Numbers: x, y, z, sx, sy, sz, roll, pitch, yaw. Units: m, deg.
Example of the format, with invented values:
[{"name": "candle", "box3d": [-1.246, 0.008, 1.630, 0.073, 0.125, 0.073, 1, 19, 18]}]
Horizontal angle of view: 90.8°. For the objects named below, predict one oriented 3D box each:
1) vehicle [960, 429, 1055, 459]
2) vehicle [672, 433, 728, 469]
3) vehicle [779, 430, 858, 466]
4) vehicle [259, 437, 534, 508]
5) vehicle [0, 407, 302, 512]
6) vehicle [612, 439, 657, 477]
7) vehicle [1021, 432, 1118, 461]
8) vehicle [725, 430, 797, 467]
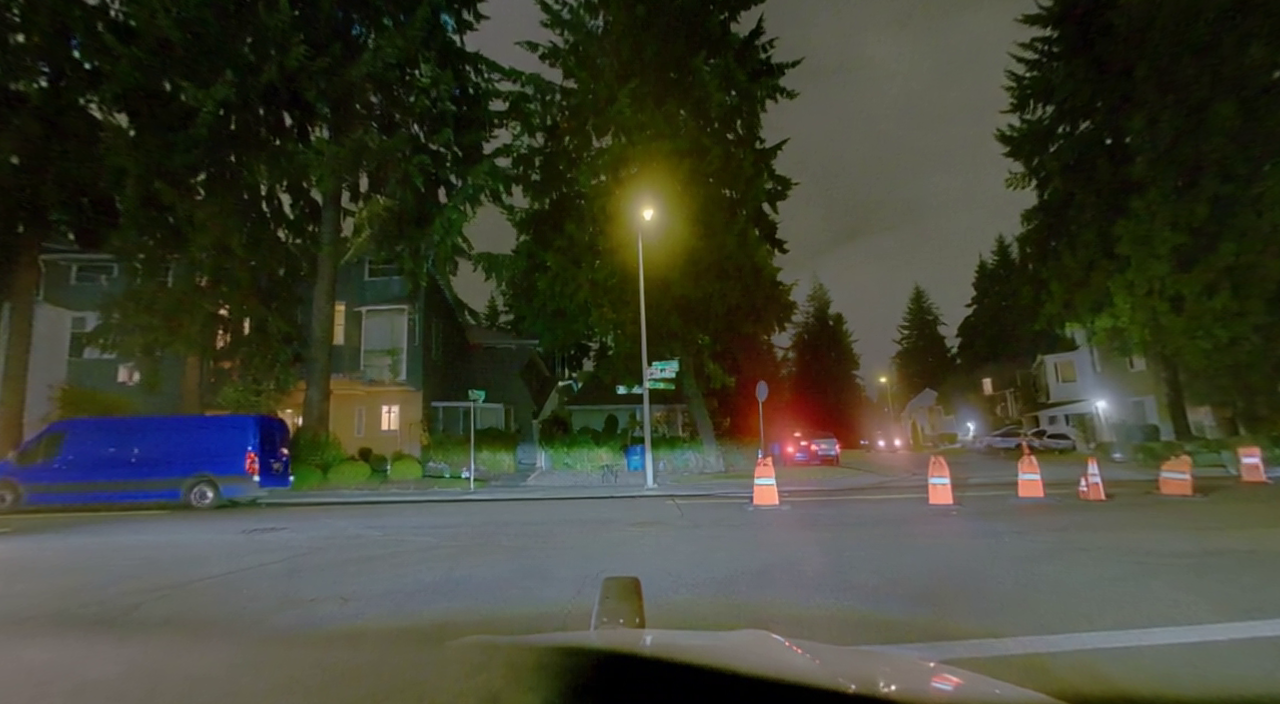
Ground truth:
[{"name": "vehicle", "box3d": [24.124, 6.034, 41.526, 4.984, 1.912, 2.132, 1, -8, -6]}, {"name": "vehicle", "box3d": [2.600, 4.422, 28.375, 1.745, 1.461, 4.074, 1, -8, -6]}, {"name": "vehicle", "box3d": [8.054, 4.380, 28.947, 1.893, 1.529, 4.422, 1, -8, -7]}, {"name": "vehicle", "box3d": [-6.505, 3.332, 17.890, 6.643, 1.777, 2.925, 1, -8, -4]}, {"name": "vehicle", "box3d": [-14.089, 2.999, 17.442, 7.824, 2.323, 2.863, -3, -10, -2]}, {"name": "vehicle", "box3d": [-0.303, 4.644, 27.949, 1.648, 1.430, 3.654, 4, -9, -4]}, {"name": "vehicle", "box3d": [22.767, 5.015, 33.574, 3.863, 1.453, 1.826, 1, -8, -5]}, {"name": "vehicle", "box3d": [5.340, 4.345, 28.508, 2.007, 1.555, 4.204, 1, -8, -7]}]
